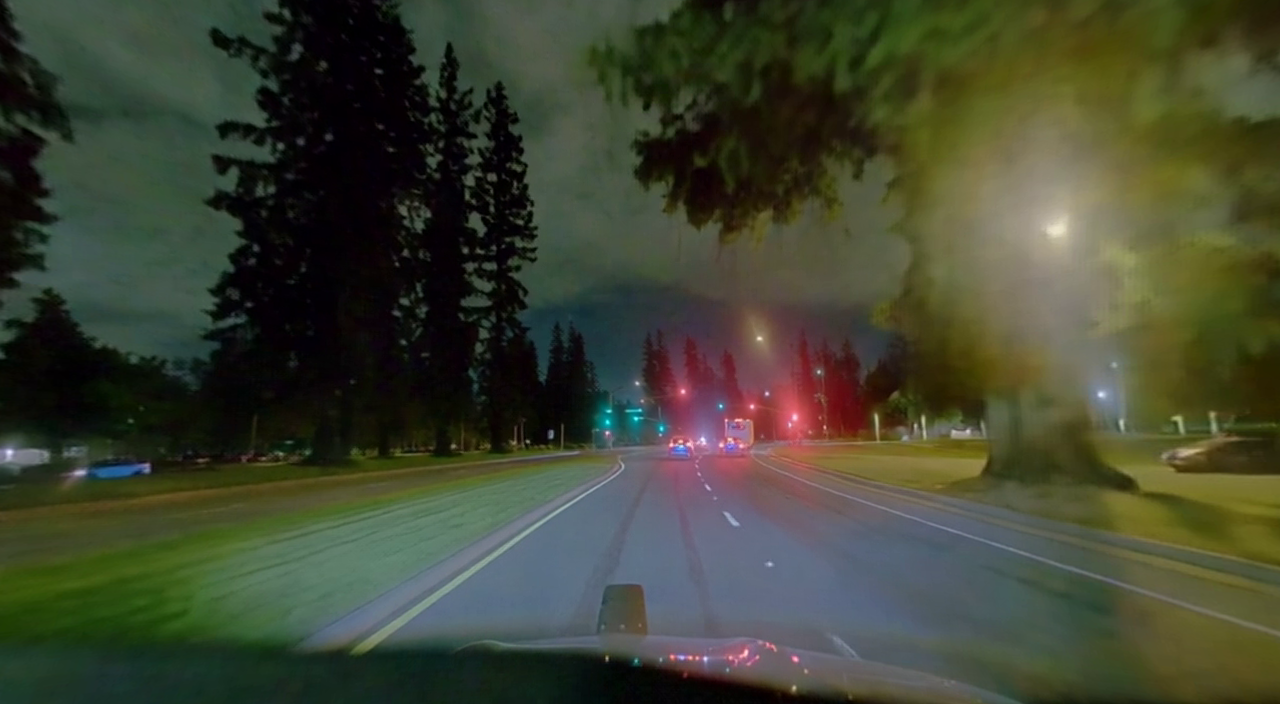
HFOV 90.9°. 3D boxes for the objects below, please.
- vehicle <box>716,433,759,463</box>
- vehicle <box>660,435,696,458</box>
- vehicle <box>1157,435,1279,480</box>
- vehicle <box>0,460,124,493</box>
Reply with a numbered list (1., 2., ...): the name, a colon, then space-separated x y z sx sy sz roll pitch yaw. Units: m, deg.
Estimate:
1. vehicle: 5.271 5.251 34.625 1.989 1.497 4.436 -1 -8 5
2. vehicle: 2.639 6.431 43.043 2.066 1.482 4.273 -1 -8 8
3. vehicle: 20.500 3.516 21.093 4.627 1.418 1.800 -1 -8 6
4. vehicle: -27.812 5.979 30.367 4.275 1.430 1.878 -1 -8 3
